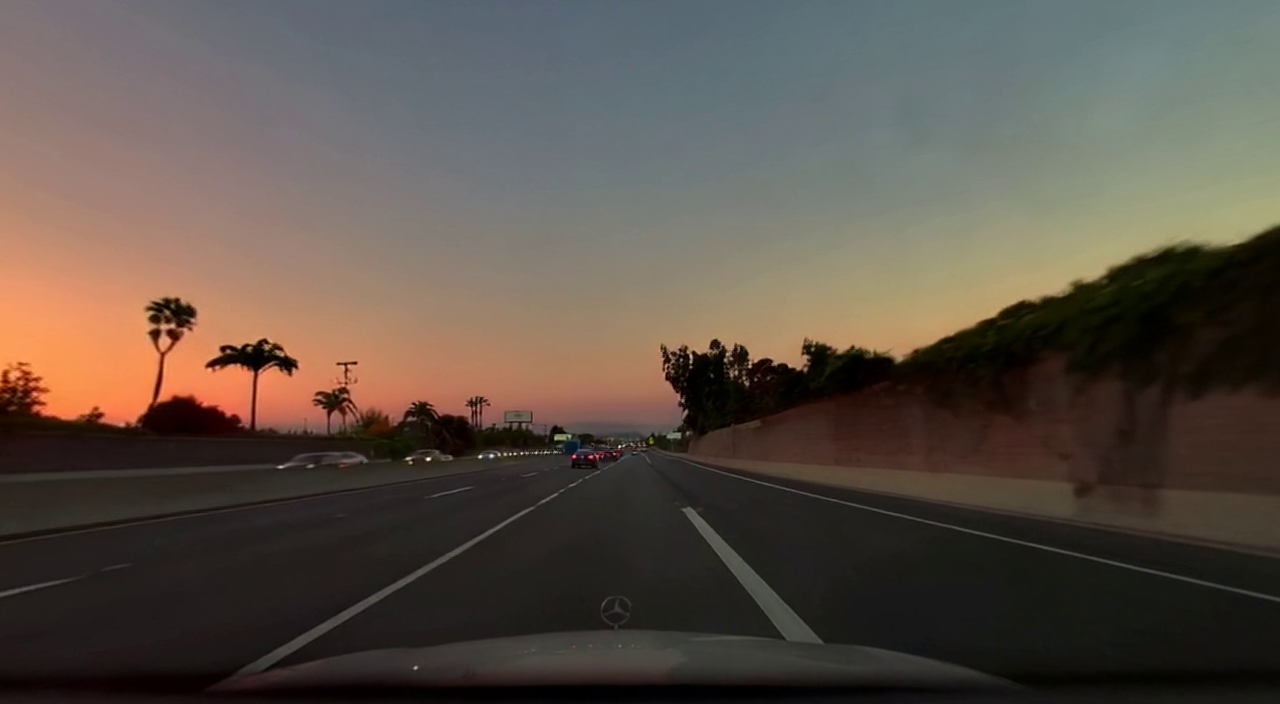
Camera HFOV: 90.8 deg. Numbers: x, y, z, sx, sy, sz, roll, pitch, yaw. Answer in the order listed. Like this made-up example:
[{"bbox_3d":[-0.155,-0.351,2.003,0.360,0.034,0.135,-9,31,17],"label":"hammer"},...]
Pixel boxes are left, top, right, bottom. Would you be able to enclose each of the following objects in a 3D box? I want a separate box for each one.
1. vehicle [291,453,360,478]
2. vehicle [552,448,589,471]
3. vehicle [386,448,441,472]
[{"bbox_3d":[-18.754,6.762,37.914,1.988,1.328,4.244,0,-9,0],"label":"vehicle"},{"bbox_3d":[-4.764,7.423,43.885,2.078,1.457,4.648,0,-8,0],"label":"vehicle"},{"bbox_3d":[-15.914,7.599,44.690,2.260,1.515,4.498,0,-8,0],"label":"vehicle"}]
